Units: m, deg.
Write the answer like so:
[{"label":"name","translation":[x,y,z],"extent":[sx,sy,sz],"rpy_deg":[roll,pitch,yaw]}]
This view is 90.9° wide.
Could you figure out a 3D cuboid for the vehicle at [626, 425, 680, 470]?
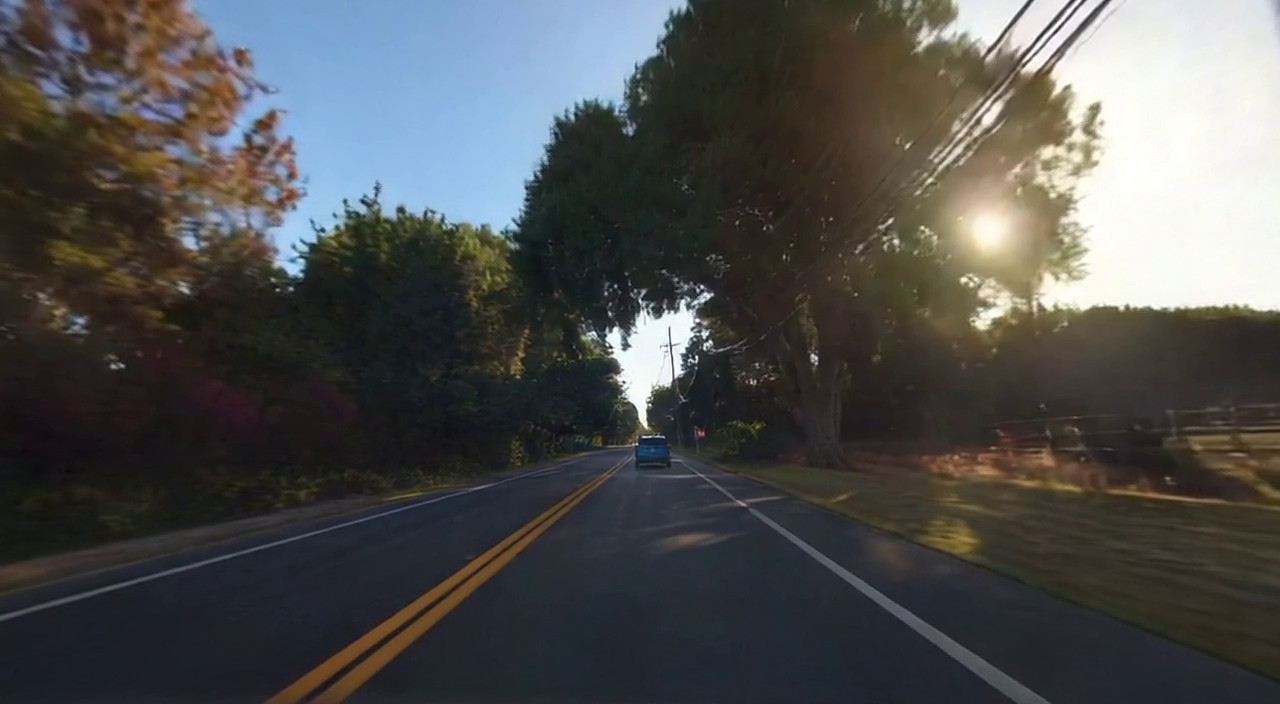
[{"label":"vehicle","translation":[0.611,4.683,30.958],"extent":[2.468,2.056,4.422],"rpy_deg":[0,-8,1]}]
